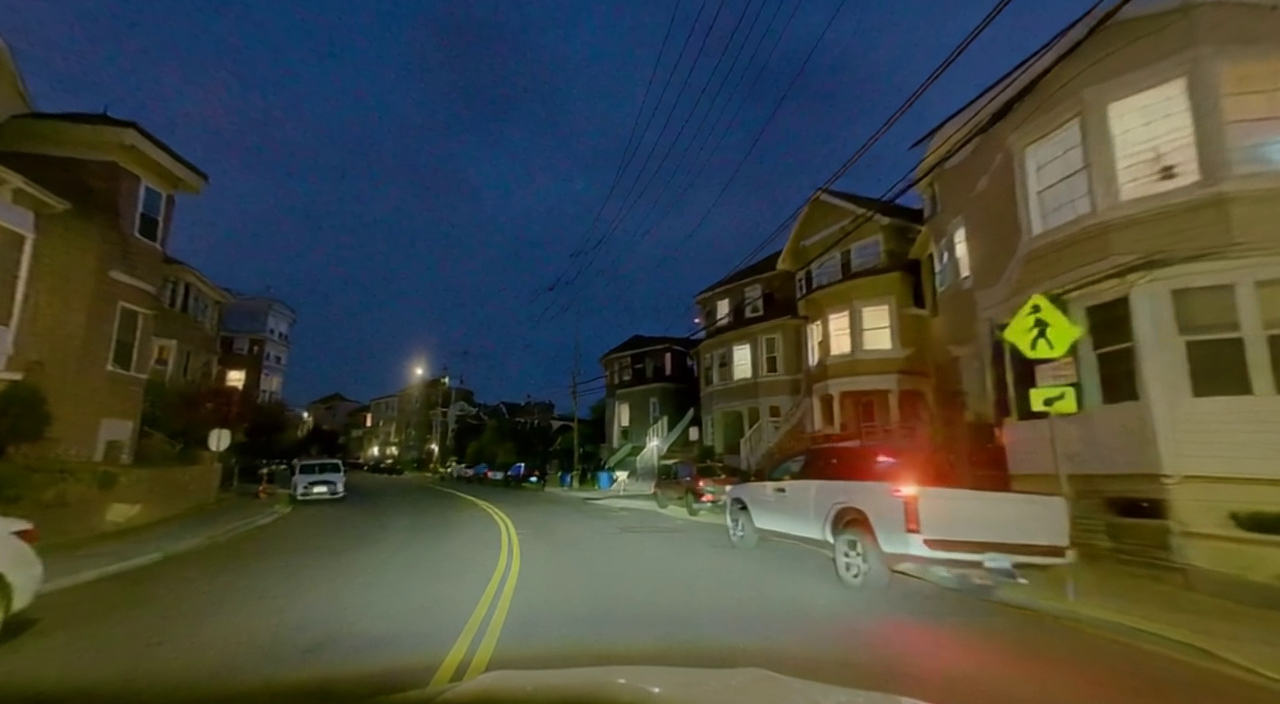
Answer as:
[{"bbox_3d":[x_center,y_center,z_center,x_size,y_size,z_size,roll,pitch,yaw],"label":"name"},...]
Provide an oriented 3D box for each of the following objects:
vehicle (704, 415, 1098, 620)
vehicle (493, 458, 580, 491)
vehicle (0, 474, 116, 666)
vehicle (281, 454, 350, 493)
[{"bbox_3d":[2.977,2.092,9.015,2.449,1.869,5.504,6,-10,-11],"label":"vehicle"},{"bbox_3d":[-7.127,8.519,43.693,5.523,2.018,2.216,8,-17,-34],"label":"vehicle"},{"bbox_3d":[-6.113,1.578,3.822,2.197,1.462,4.524,0,-9,-4],"label":"vehicle"},{"bbox_3d":[-13.615,5.003,26.377,1.930,1.451,4.338,6,-11,-34],"label":"vehicle"}]
